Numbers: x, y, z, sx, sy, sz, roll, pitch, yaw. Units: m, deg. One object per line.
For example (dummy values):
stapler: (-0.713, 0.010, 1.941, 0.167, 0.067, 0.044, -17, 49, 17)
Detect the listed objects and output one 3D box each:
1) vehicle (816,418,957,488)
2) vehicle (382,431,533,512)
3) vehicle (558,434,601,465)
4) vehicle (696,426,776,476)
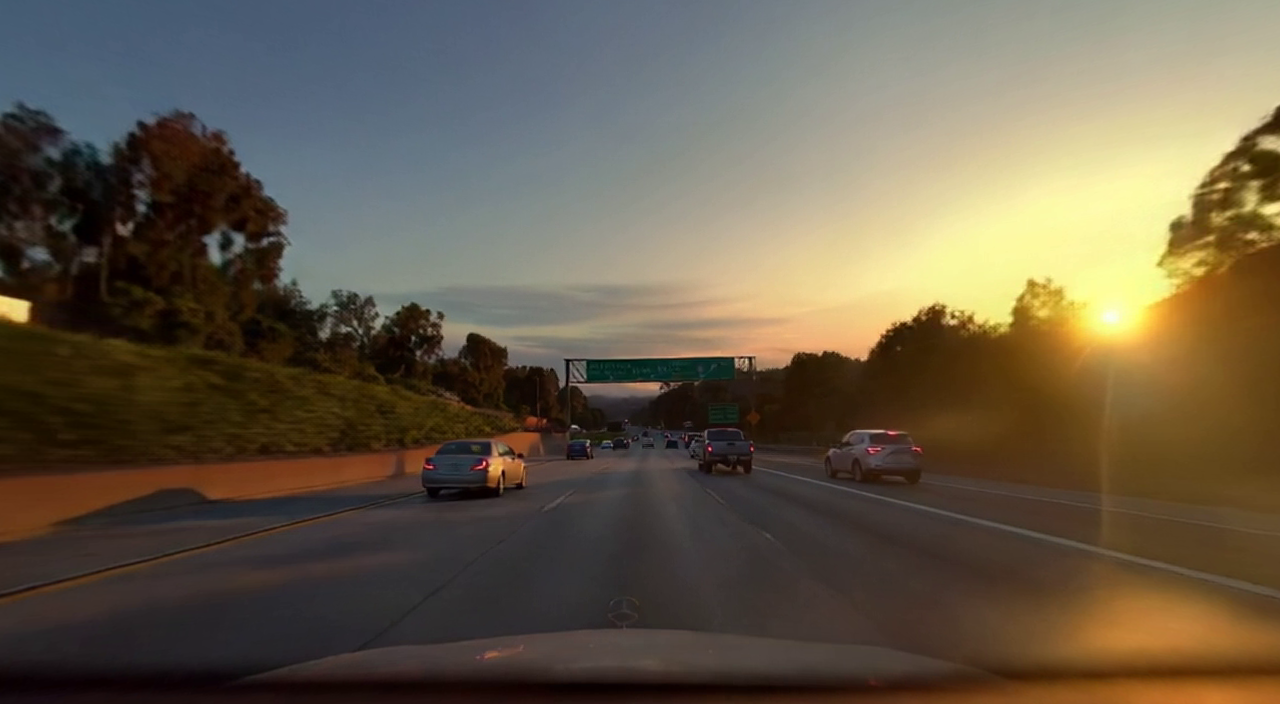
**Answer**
vehicle: (7.764, 3.275, 20.712, 2.291, 1.968, 5.662, 0, -8, 0)
vehicle: (-3.724, 2.507, 13.741, 1.978, 1.473, 4.073, 0, -8, 1)
vehicle: (-3.420, 5.629, 36.497, 2.020, 1.628, 4.248, 0, -8, 1)
vehicle: (4.012, 4.292, 27.527, 2.517, 1.935, 5.552, 0, -8, -1)
